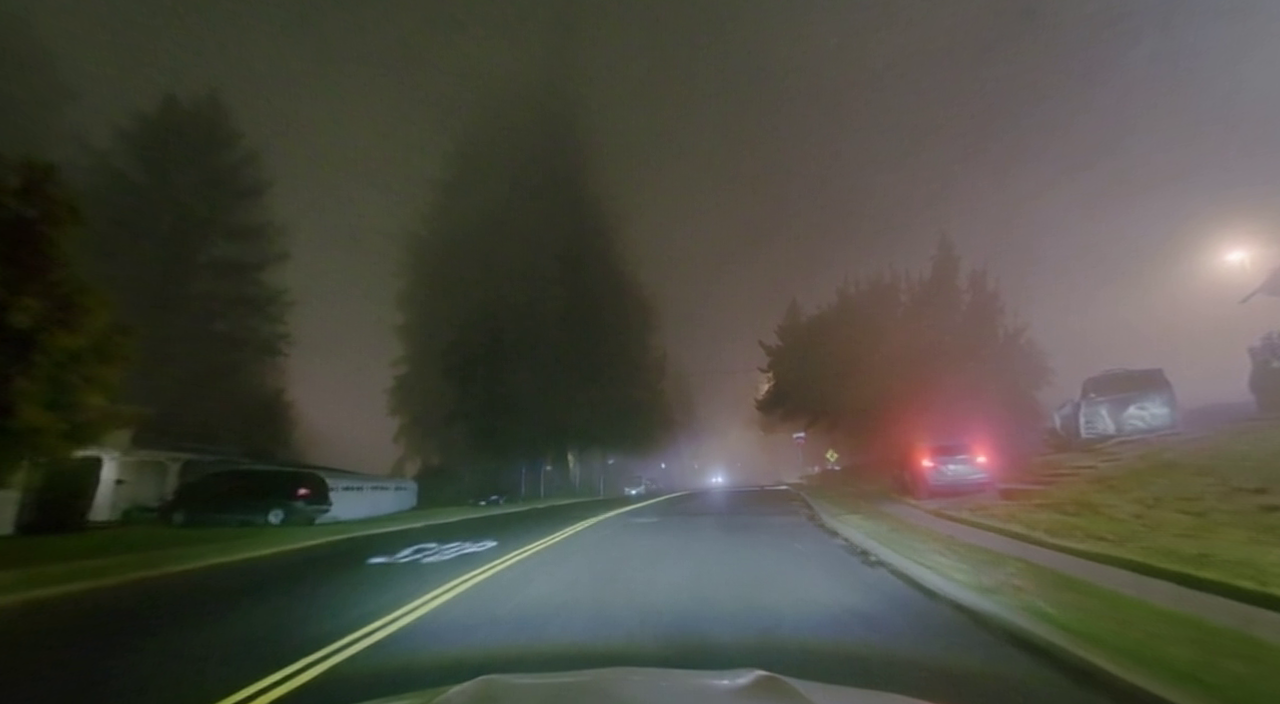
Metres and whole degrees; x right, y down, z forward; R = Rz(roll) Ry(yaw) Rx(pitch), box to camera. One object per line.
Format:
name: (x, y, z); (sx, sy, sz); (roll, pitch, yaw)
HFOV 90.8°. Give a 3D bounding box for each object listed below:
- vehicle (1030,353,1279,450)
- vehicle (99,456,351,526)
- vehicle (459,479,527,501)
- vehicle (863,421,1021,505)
vehicle: (12.876, 1.221, 15.962); (4.539, 2.010, 2.163); (-3, -3, -1)
vehicle: (-11.868, 4.111, 18.485); (5.643, 1.759, 2.110); (1, -20, -3)
vehicle: (-10.362, 9.783, 44.814); (4.320, 1.443, 1.867); (-1, -9, 3)
vehicle: (7.752, 2.918, 16.881); (2.163, 1.885, 4.804); (-1, -9, 5)
